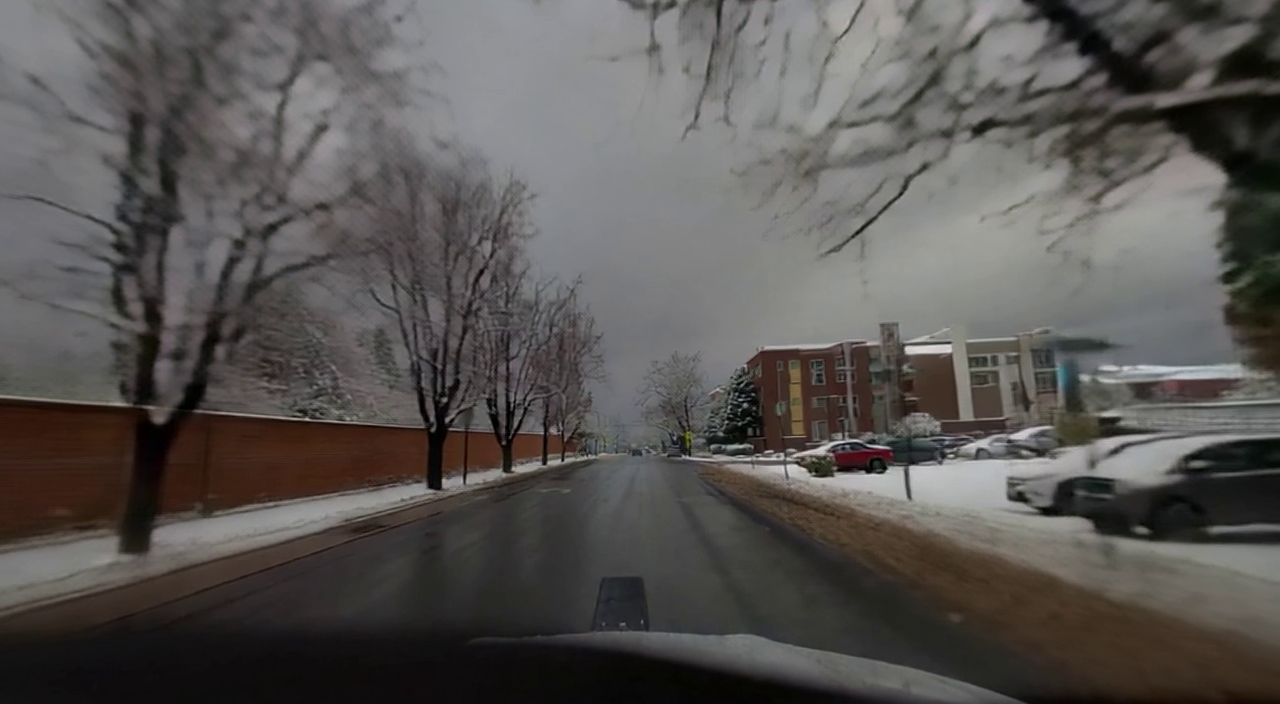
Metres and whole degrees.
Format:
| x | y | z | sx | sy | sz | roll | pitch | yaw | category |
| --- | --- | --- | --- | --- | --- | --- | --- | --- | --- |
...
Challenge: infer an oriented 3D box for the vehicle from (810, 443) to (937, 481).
| x | y | z | sx | sy | sz | roll | pitch | yaw | category |
| --- | --- | --- | --- | --- | --- | --- | --- | --- | --- |
| 9.497 | 4.528 | 25.911 | 4.309 | 1.442 | 2.145 | 0 | -9 | -1 | vehicle |

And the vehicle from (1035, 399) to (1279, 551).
| x | y | z | sx | sy | sz | roll | pitch | yaw | category |
| --- | --- | --- | --- | --- | --- | --- | --- | --- | --- |
| 10.027 | 1.971 | 10.240 | 5.544 | 2.115 | 2.380 | 1 | -8 | 3 | vehicle |
